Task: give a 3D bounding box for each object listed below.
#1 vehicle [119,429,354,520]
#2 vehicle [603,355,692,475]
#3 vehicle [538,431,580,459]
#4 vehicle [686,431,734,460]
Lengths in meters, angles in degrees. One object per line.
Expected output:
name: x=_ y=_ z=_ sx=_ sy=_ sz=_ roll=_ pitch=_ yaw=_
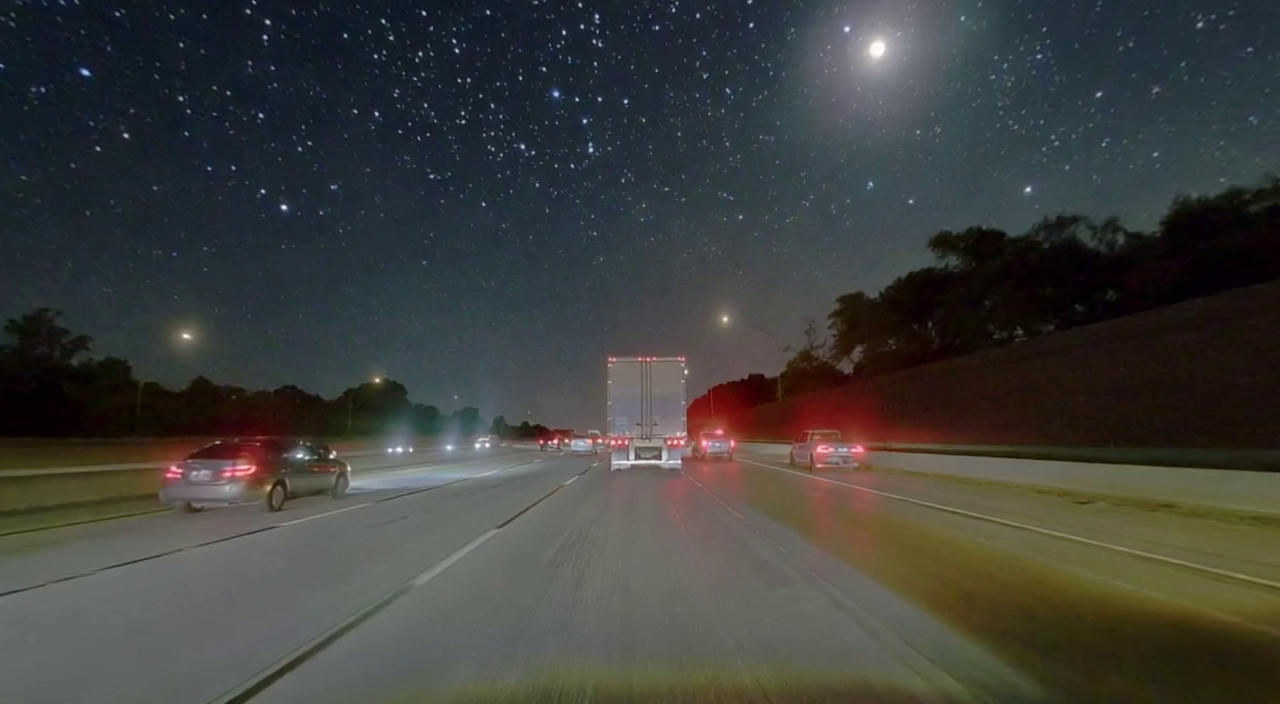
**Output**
vehicle: x=-7.681 y=2.315 z=12.559 sx=2.059 sy=1.500 sz=4.001 roll=0 pitch=-8 yaw=-1
vehicle: x=0.012 y=2.763 z=25.905 sx=2.904 sy=3.915 sz=10.473 roll=0 pitch=-8 yaw=-2
vehicle: x=-5.054 y=5.836 z=39.799 sx=2.134 sy=1.650 sz=4.133 roll=0 pitch=-8 yaw=-1
vehicle: x=3.857 y=5.230 z=35.483 sx=2.044 sy=1.508 sz=4.716 roll=0 pitch=-8 yaw=-2
